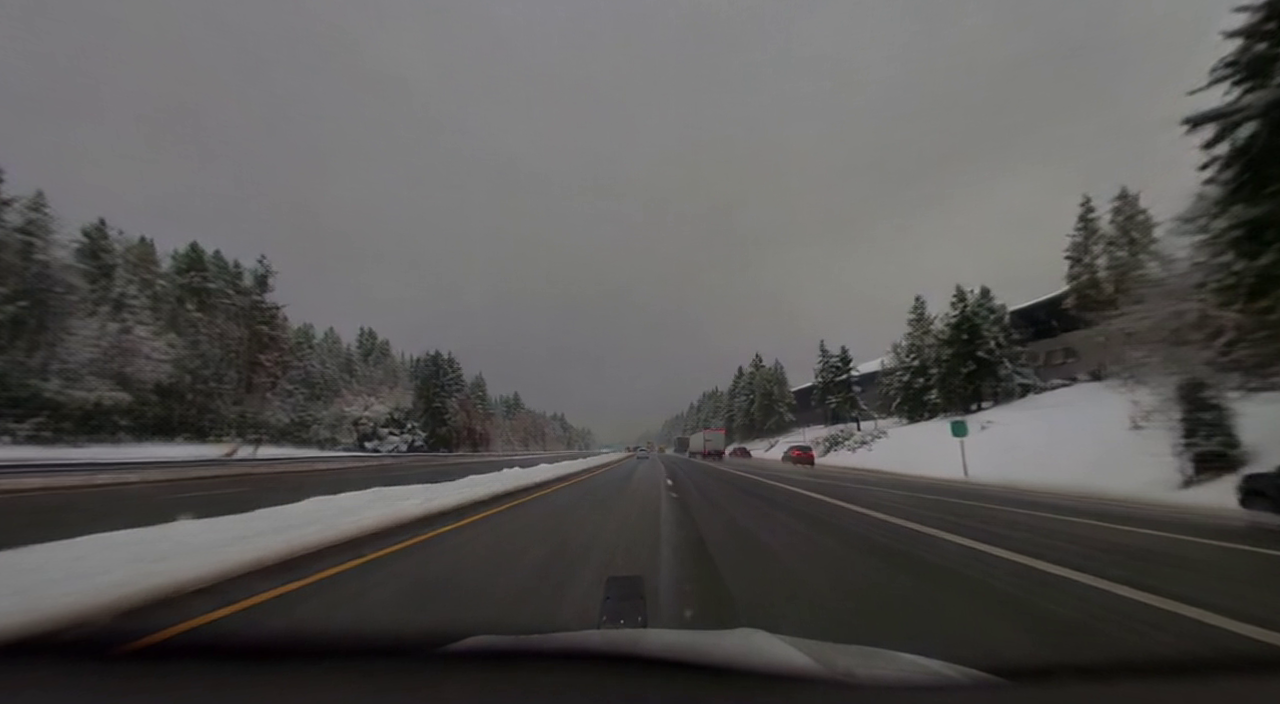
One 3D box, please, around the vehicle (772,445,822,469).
[{"bbox_3d":[11.449,7.703,46.300,2.127,1.646,4.926,1,-9,-4],"label":"vehicle"}]
